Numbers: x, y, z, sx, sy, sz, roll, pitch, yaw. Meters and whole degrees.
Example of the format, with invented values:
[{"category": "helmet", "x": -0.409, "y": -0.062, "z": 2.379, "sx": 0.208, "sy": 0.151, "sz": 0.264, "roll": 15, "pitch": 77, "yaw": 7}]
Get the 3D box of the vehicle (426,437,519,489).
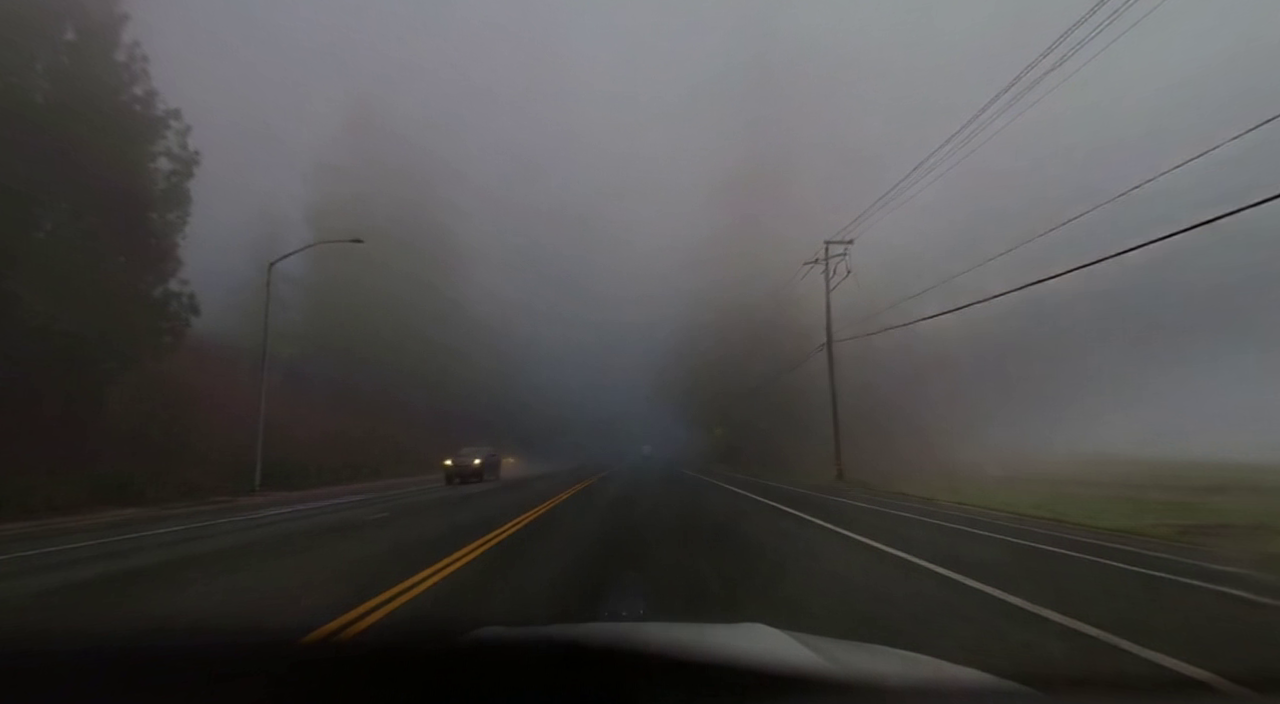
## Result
[{"category": "vehicle", "x": -7.765, "y": 5.201, "z": 29.894, "sx": 2.766, "sy": 2.122, "sz": 5.753, "roll": -2, "pitch": -8, "yaw": 1}]
